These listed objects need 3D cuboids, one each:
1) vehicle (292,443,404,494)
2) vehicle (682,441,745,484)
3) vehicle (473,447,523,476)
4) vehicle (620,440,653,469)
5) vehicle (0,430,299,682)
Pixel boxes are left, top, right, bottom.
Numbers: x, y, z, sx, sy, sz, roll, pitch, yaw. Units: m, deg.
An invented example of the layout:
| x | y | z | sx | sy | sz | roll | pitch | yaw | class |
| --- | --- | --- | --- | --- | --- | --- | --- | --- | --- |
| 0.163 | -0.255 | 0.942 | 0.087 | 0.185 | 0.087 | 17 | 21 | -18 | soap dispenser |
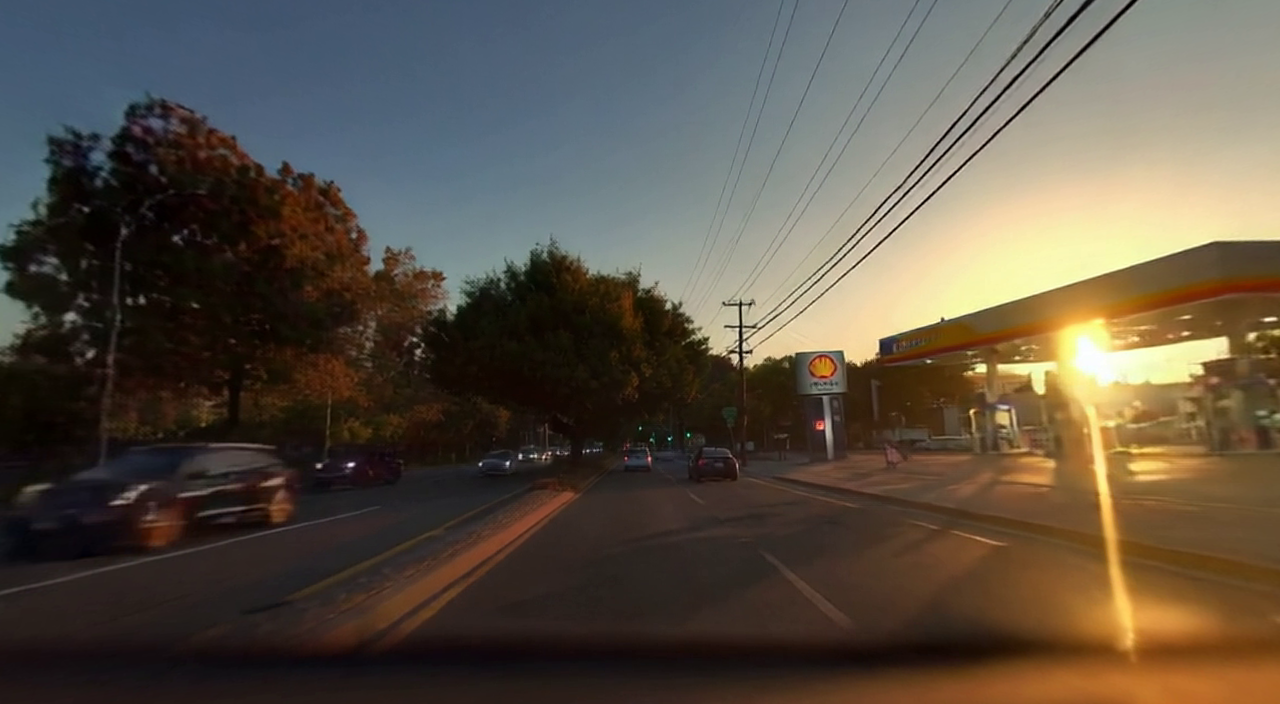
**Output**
| x | y | z | sx | sy | sz | roll | pitch | yaw | class |
| --- | --- | --- | --- | --- | --- | --- | --- | --- | --- |
| -11.619 | 4.617 | 25.569 | 2.301 | 1.827 | 4.754 | 0 | -8 | -1 | vehicle |
| 2.947 | 4.504 | 26.180 | 1.990 | 1.592 | 4.294 | 0 | -8 | -1 | vehicle |
| -8.536 | 6.606 | 38.339 | 2.085 | 1.582 | 4.305 | -1 | -8 | 0 | vehicle |
| -0.253 | 6.989 | 43.226 | 2.163 | 1.825 | 4.073 | 0 | -8 | -1 | vehicle |
| -4.851 | 1.387 | 4.885 | 2.032 | 1.487 | 4.413 | 0 | -8 | -1 | vehicle |
